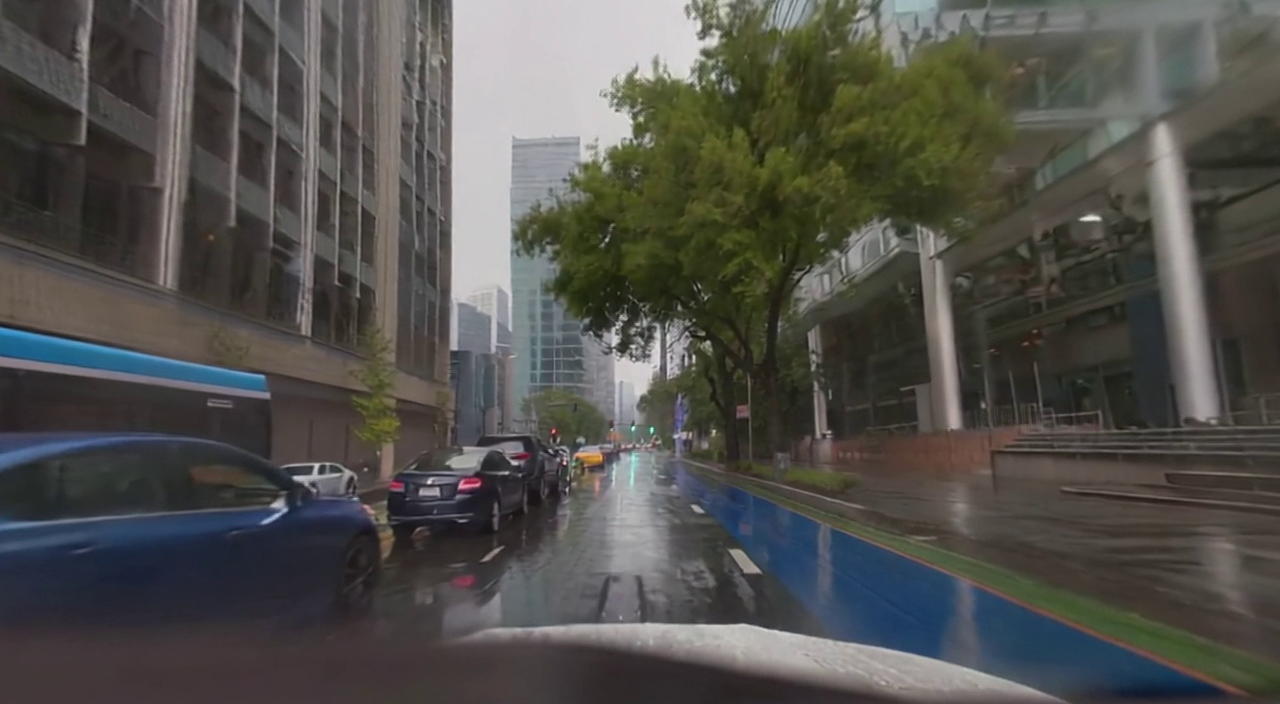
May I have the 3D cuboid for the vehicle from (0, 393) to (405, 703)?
[{"bbox_3d":[-3.464,1.170,3.670,2.266,1.621,4.783,0,-8,1],"label":"vehicle"}]

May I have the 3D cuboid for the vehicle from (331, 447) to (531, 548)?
[{"bbox_3d":[-3.605,2.581,12.031,2.127,1.514,4.617,0,-8,1],"label":"vehicle"}]
